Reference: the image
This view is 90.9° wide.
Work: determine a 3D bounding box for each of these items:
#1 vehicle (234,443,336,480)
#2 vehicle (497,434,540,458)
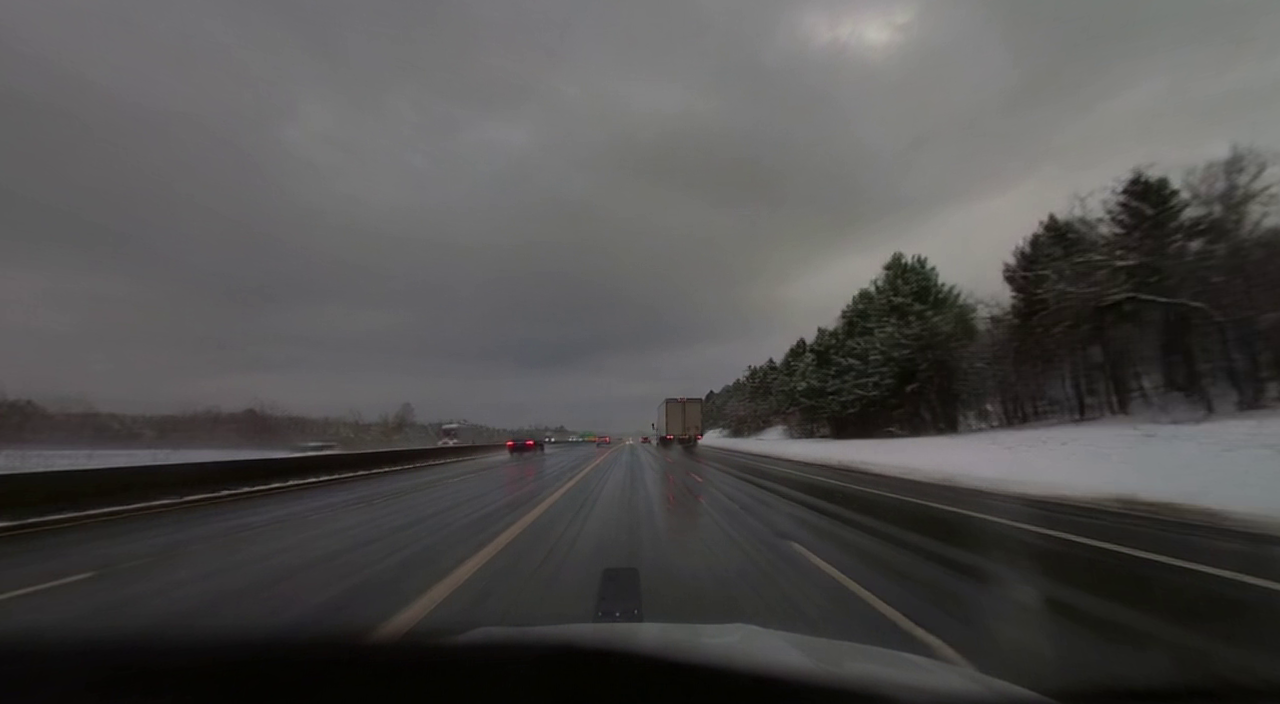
[{"bbox_3d":[-16.037,4.945,28.760,2.083,1.500,4.374,0,-8,0],"label":"vehicle"},{"bbox_3d":[-7.915,6.165,41.491,2.018,1.454,4.290,0,-8,-1],"label":"vehicle"}]
